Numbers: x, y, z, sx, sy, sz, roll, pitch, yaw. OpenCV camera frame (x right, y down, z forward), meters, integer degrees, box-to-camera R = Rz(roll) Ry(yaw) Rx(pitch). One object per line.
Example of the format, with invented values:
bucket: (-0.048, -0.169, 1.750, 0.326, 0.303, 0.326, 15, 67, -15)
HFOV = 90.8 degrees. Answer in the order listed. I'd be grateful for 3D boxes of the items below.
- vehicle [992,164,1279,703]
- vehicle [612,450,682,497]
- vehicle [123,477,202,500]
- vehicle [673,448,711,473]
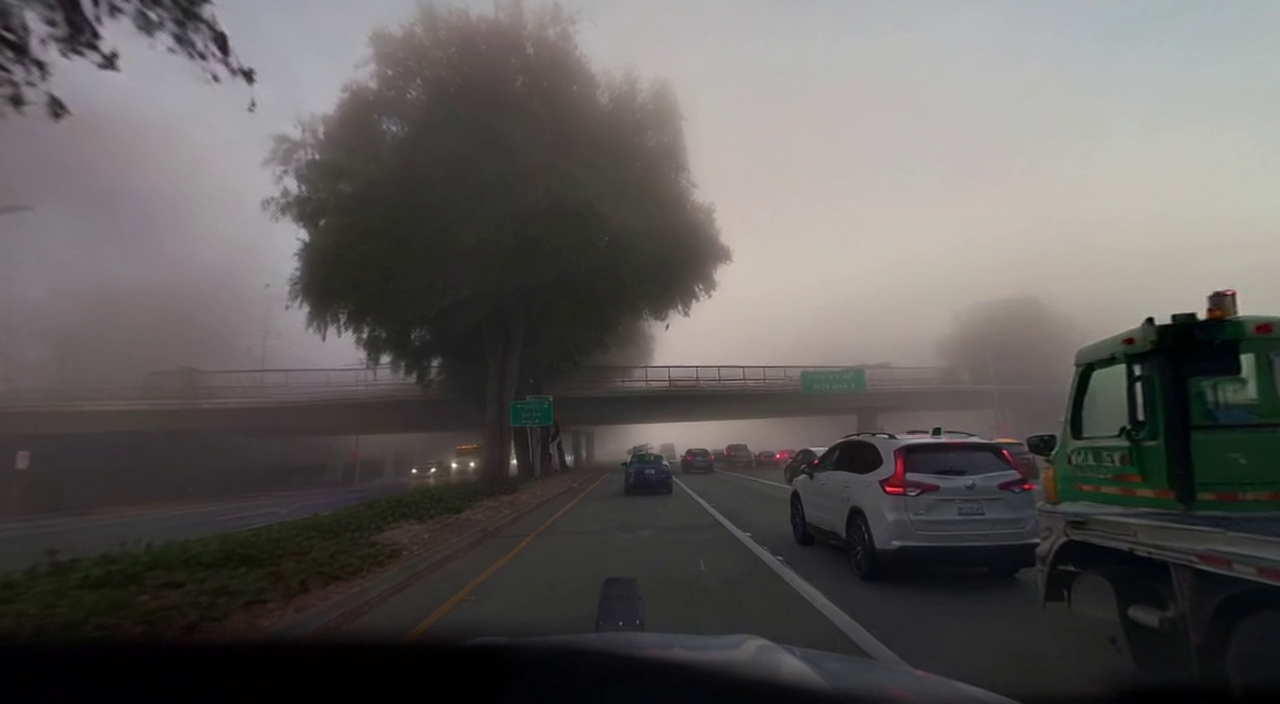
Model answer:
vehicle: (3.301, 0.438, 1.037, 2.588, 2.321, 4.927, 0, -9, 1)
vehicle: (0.189, 3.815, 20.244, 2.027, 1.341, 3.775, 0, -8, 0)
vehicle: (-32.778, 9.358, 43.413, 3.907, 1.435, 1.765, 0, -9, -2)
vehicle: (3.158, 6.735, 39.330, 1.962, 1.431, 4.205, 0, -9, -1)
